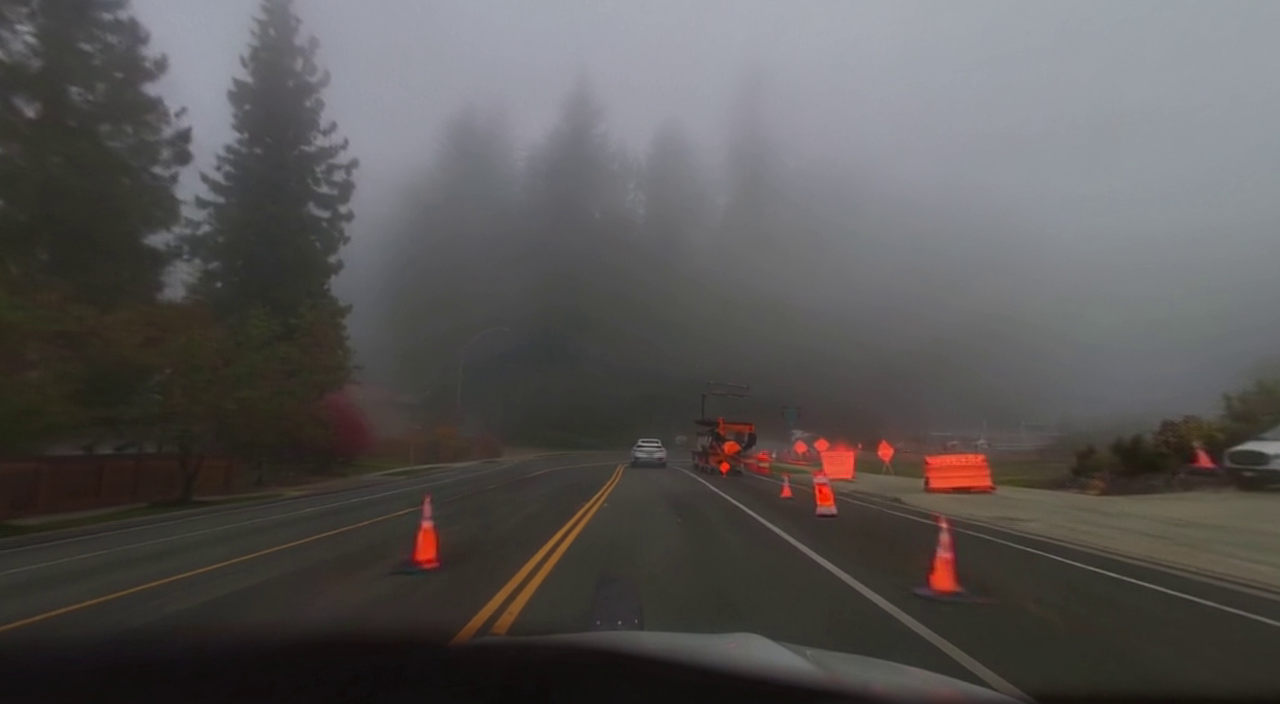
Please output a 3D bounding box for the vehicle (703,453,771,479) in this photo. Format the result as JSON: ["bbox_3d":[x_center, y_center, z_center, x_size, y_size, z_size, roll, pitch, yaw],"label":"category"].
[{"bbox_3d":[3.684,4.384,24.384,2.123,0.883,3.024,0,-8,0],"label":"vehicle"}]

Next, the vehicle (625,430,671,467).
[{"bbox_3d":[0.369,4.829,31.555,2.151,1.708,4.084,0,-8,-1],"label":"vehicle"}]
